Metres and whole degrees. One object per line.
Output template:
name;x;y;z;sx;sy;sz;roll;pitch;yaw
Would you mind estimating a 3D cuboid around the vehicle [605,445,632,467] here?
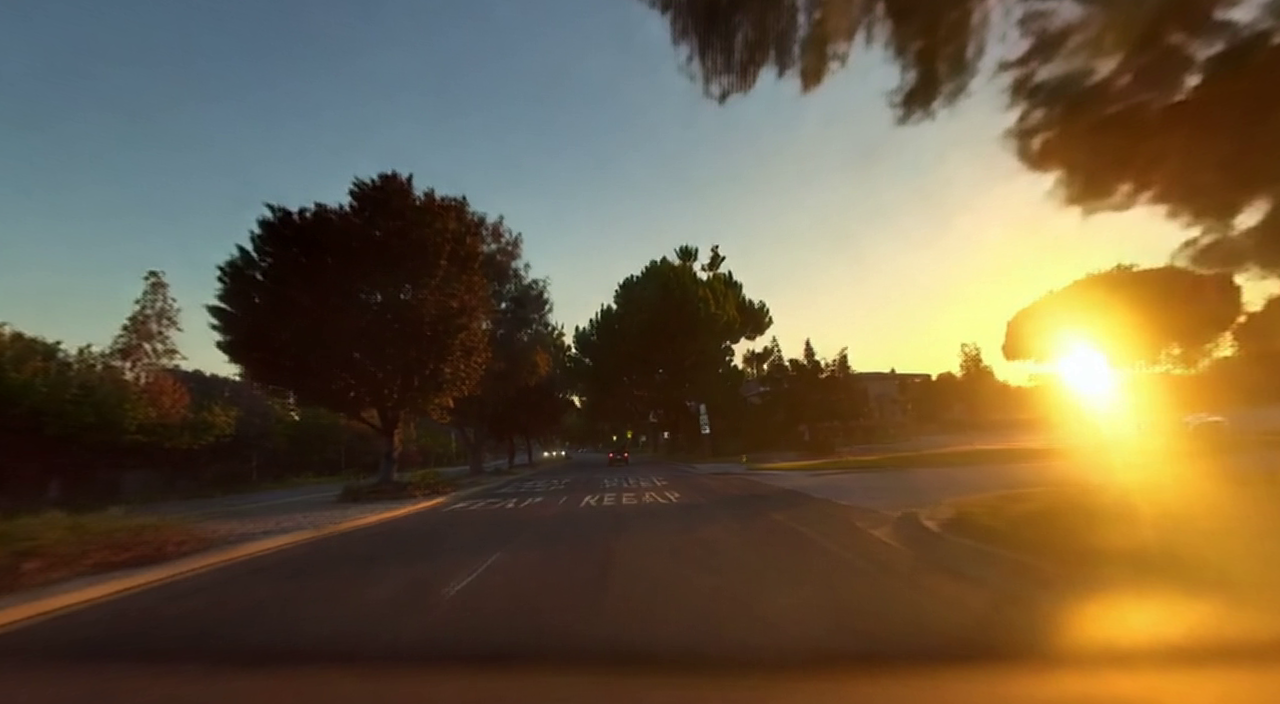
vehicle;-1.731;8.179;49.980;2.045;1.613;4.210;0;-9;-2
